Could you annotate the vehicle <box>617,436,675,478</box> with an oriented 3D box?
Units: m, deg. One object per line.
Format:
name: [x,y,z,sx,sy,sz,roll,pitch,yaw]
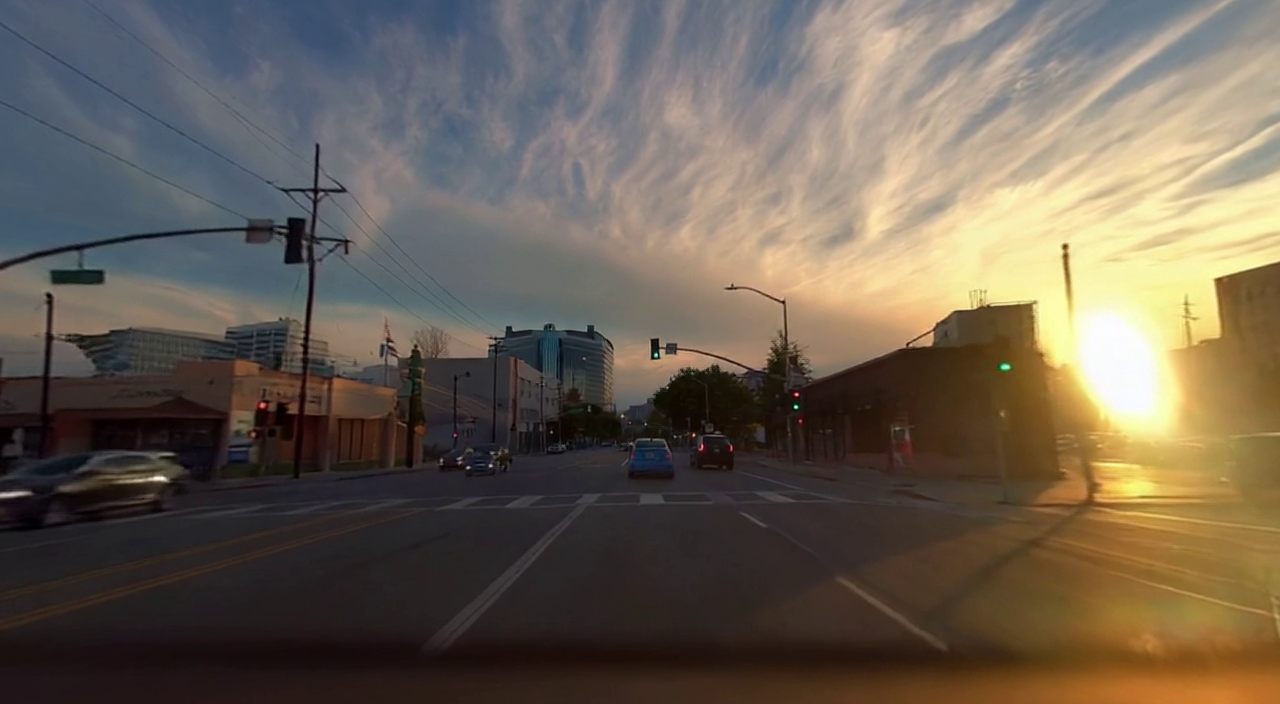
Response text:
vehicle: [0.222,4.394,26.636,2.245,1.587,4.094,0,-8,-1]

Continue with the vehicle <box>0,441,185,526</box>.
vehicle: [-13.965,3.104,15.549,2.082,1.772,4.447,0,-8,0]

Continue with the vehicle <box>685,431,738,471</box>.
vehicle: [3.743,5.295,33.878,2.159,1.938,4.836,0,-8,-1]

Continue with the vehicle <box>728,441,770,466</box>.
vehicle: [7.188,6.742,41.904,1.961,1.510,4.707,0,-9,0]

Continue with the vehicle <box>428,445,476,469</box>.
vehicle: [-13.655,7.646,46.008,1.984,1.618,4.568,0,-8,1]
